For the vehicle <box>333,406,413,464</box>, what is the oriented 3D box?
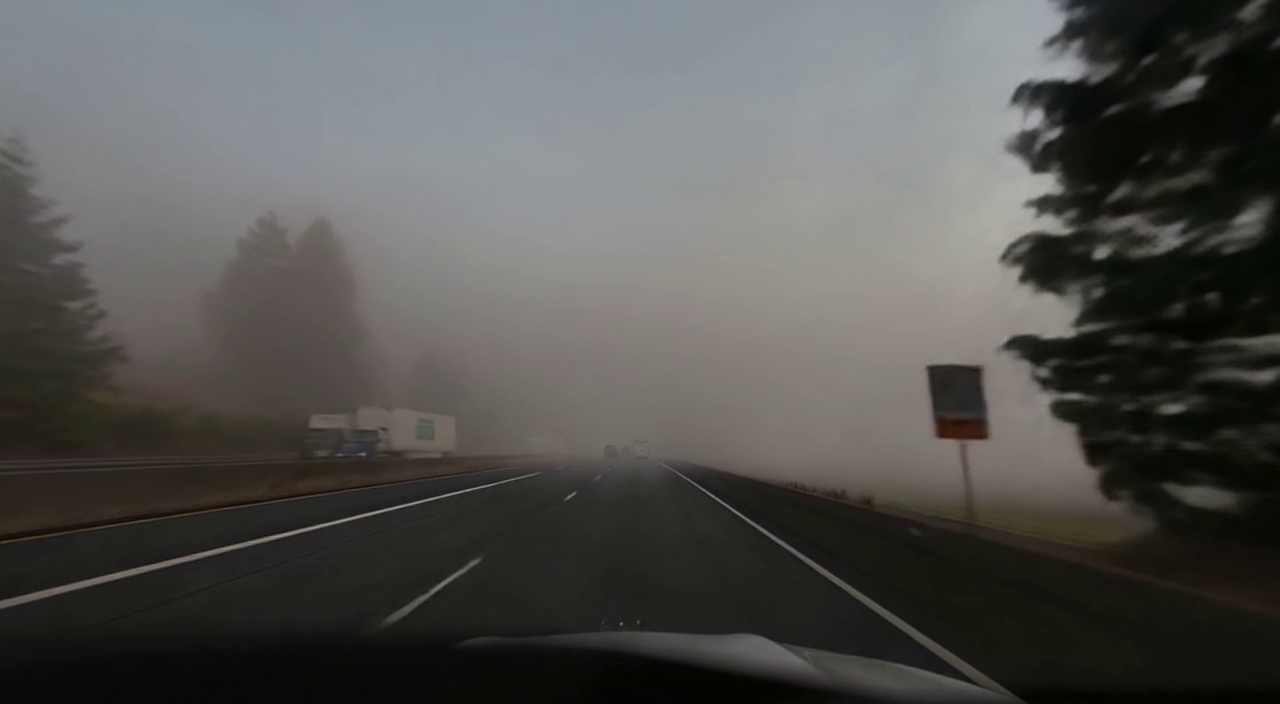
[{"bbox_3d":[-18.863,5.962,44.998,3.001,3.871,5.872,0,-9,0],"label":"vehicle"}]
